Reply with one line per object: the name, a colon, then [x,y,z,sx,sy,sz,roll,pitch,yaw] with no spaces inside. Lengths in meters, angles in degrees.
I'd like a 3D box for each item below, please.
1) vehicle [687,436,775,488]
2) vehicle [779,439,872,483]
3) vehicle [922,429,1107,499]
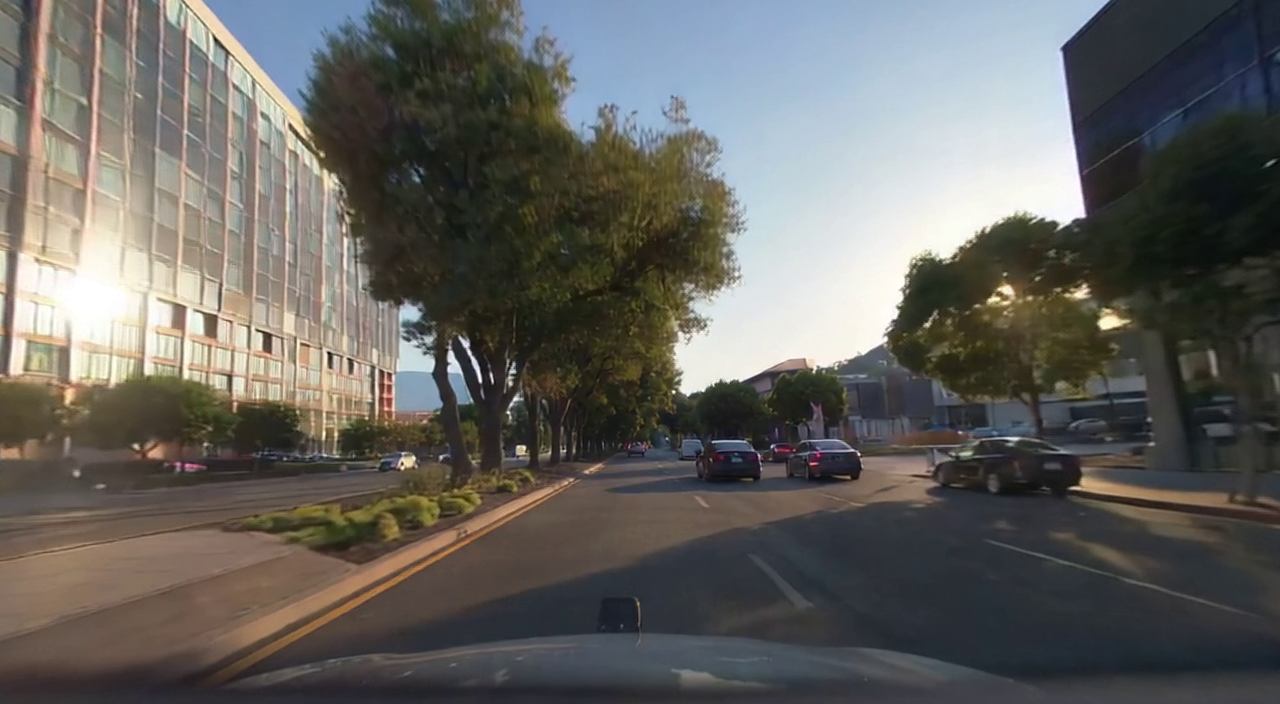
vehicle: [2.872,3.597,21.007,2.131,1.491,4.496,0,-8,-2]
vehicle: [6.541,3.870,22.794,1.912,1.411,4.380,0,-8,-2]
vehicle: [9.772,2.966,17.140,1.952,1.574,5.052,0,-8,1]
